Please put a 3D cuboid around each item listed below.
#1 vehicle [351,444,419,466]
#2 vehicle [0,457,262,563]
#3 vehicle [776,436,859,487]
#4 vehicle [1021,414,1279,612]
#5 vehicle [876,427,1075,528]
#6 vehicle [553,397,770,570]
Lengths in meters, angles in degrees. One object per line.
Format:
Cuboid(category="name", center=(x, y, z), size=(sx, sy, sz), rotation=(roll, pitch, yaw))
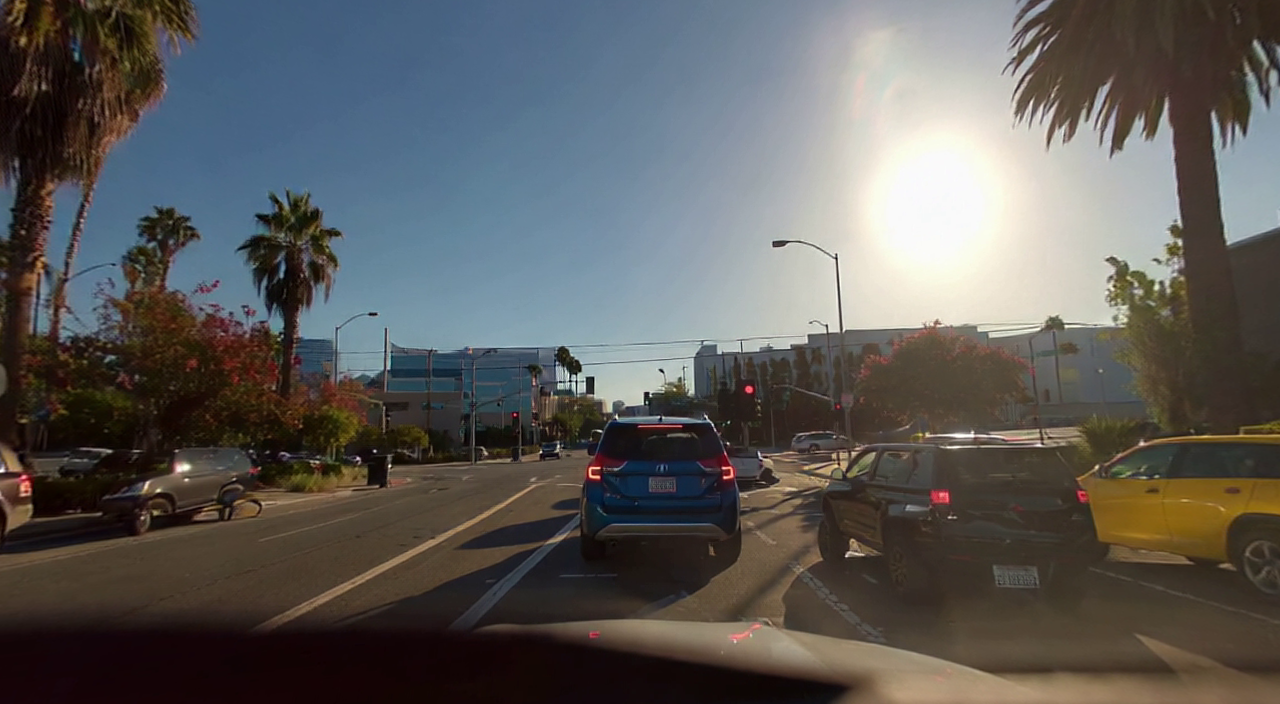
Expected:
Cuboid(category="vehicle", center=(-18.760, 7.575, 46.659), size=(1.759, 1.457, 4.297), rotation=(-7, -11, 37))
Cuboid(category="vehicle", center=(-9.586, 2.807, 11.928), size=(2.054, 1.467, 4.595), rotation=(-3, -9, 1))
Cuboid(category="vehicle", center=(6.510, 4.054, 23.677), size=(1.948, 1.729, 4.023), rotation=(0, -8, 0))
Cuboid(category="vehicle", center=(6.438, 1.598, 6.923), size=(1.935, 1.672, 4.139), rotation=(0, -8, 1))
Cuboid(category="vehicle", center=(6.666, 2.521, 13.240), size=(1.930, 1.736, 4.329), rotation=(-1, -8, 3))
Cuboid(category="vehicle", center=(0.260, 1.693, 8.831), size=(2.264, 1.798, 4.258), rotation=(0, -8, 1))
